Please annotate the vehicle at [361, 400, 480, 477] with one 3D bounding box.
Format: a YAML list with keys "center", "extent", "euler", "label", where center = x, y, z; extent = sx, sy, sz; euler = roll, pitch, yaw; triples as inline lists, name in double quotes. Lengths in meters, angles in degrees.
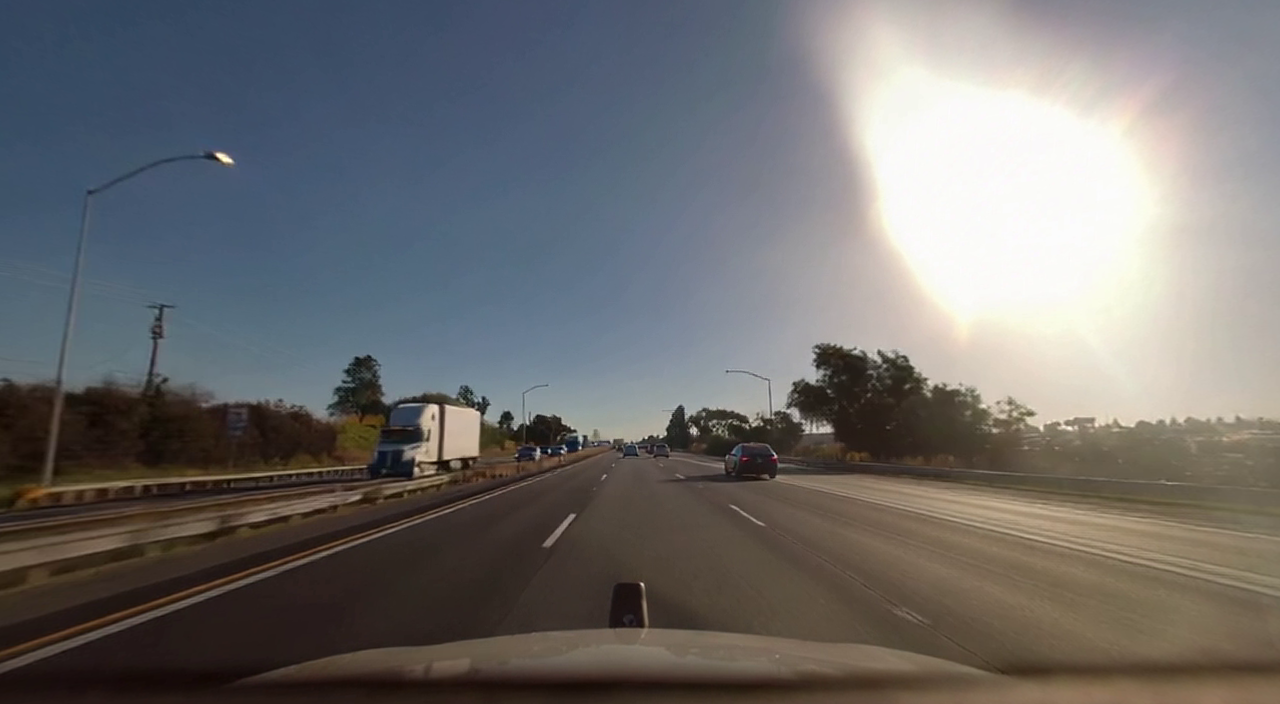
- center: [-13.645, 5.741, 40.893]
  extent: [2.948, 4.131, 13.894]
  euler: [0, -9, -1]
  label: "vehicle"

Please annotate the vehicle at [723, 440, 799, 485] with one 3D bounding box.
- center: [4.263, 3.959, 22.665]
  extent: [1.917, 1.488, 3.693]
  euler: [0, -9, -1]
  label: "vehicle"
